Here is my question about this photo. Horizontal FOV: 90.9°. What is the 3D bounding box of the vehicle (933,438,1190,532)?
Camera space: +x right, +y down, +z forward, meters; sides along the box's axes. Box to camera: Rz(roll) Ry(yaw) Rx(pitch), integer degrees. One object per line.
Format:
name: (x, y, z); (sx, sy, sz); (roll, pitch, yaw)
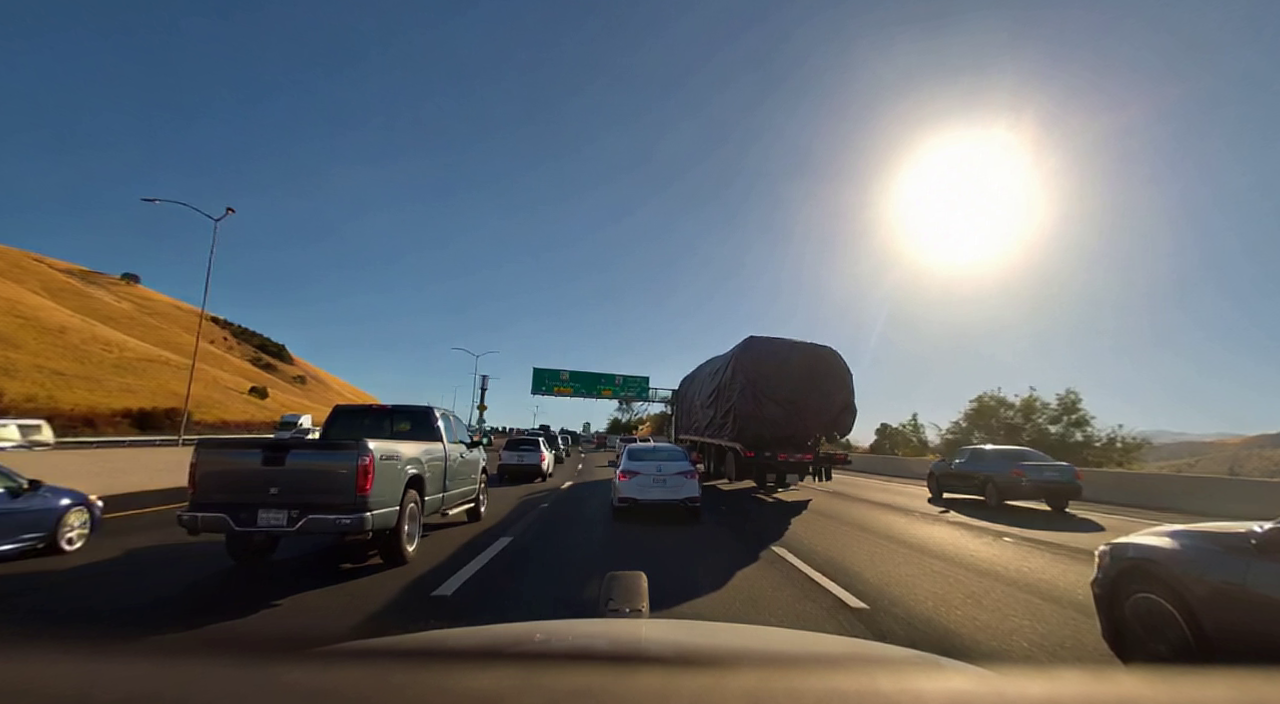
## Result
vehicle: (7.783, 2.447, 12.298); (2.092, 1.495, 4.194); (0, -8, 0)

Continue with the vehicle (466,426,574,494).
vehicle: (-3.507, 3.278, 19.547); (2.348, 1.821, 5.061); (0, -8, 0)

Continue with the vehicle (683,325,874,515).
vehicle: (3.349, 2.222, 19.123); (2.759, 4.098, 10.906); (0, -8, -3)

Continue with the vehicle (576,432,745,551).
vehicle: (0.228, 2.042, 9.947); (2.105, 1.471, 3.978); (0, -8, -1)

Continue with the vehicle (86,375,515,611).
vehicle: (-3.281, 1.523, 7.861); (2.318, 1.902, 5.374); (0, -8, 0)

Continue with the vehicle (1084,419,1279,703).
vehicle: (3.548, 0.794, 1.082); (2.169, 1.447, 4.817); (0, -8, 2)
